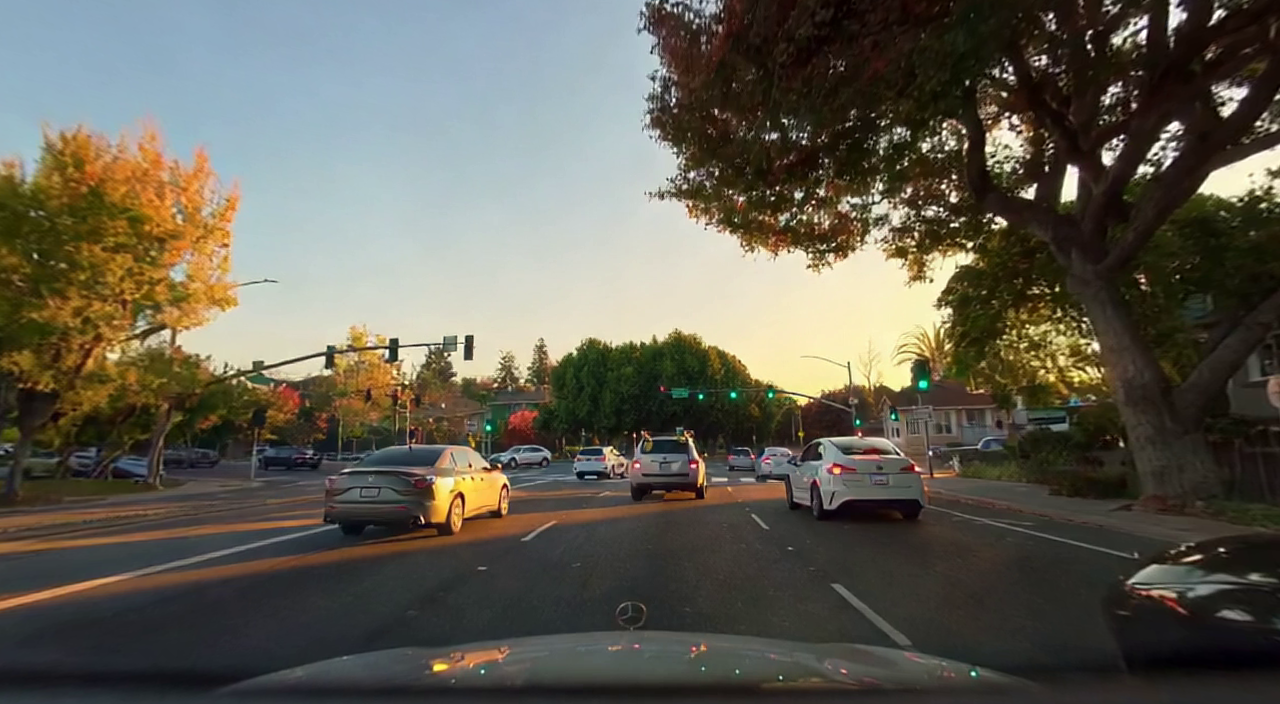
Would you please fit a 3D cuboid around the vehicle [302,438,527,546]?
[{"bbox_3d":[-3.537,2.284,11.047,2.006,1.464,4.586,-1,-9,4],"label":"vehicle"}]

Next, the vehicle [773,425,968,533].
[{"bbox_3d":[4.014,2.304,12.023,2.106,1.636,4.655,-1,-9,2],"label":"vehicle"}]

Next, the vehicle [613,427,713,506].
[{"bbox_3d":[0.703,2.935,16.554,2.250,1.768,4.574,-1,-9,5],"label":"vehicle"}]

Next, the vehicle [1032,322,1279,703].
[{"bbox_3d":[3.496,0.636,1.508,2.116,1.759,4.635,0,-9,0],"label":"vehicle"}]
